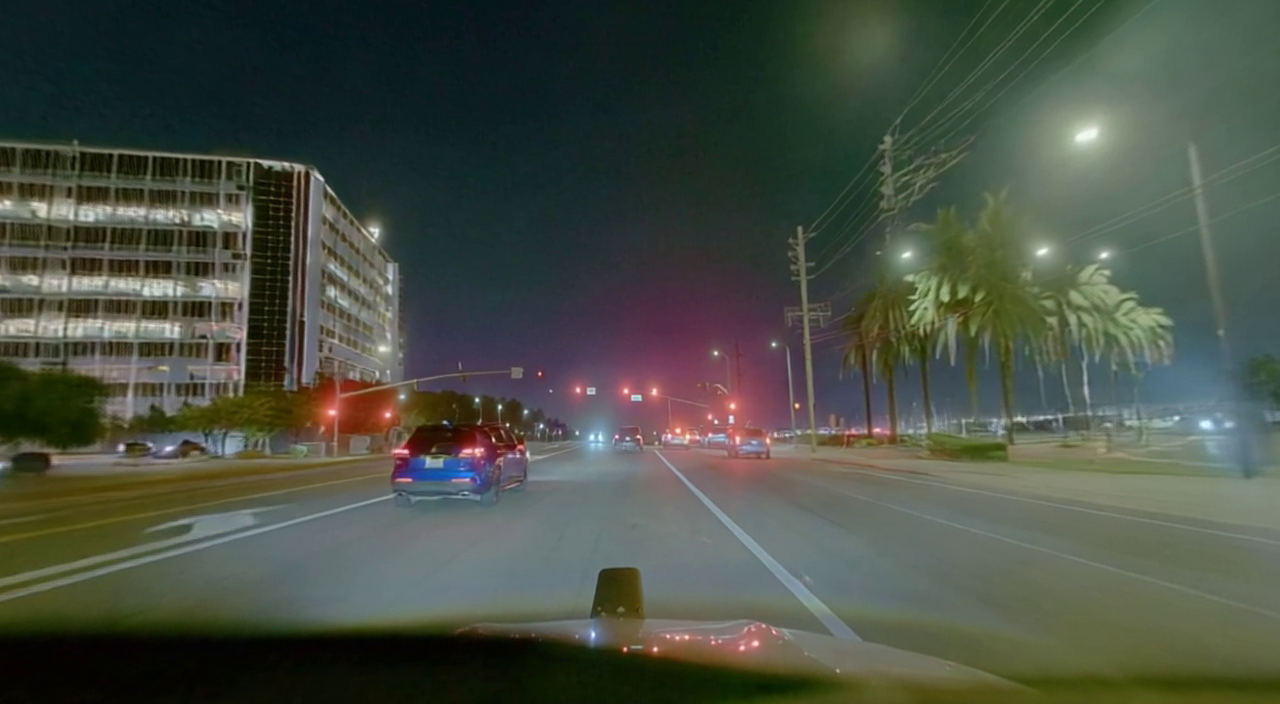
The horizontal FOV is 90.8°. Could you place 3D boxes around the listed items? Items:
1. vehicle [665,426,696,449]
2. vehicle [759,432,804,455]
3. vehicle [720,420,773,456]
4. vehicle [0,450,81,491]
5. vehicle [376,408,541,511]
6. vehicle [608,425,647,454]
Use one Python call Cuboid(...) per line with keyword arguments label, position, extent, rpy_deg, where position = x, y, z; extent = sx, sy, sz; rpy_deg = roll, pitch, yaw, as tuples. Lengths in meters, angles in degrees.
Cuboid(label="vehicle", position=(2.930, 6.295, 46.469), extent=(1.975, 1.598, 4.025), rpy_deg=(0, -8, -1))
Cuboid(label="vehicle", position=(9.045, 5.943, 40.788), extent=(1.897, 1.390, 4.391), rpy_deg=(0, -8, 1))
Cuboid(label="vehicle", position=(6.183, 5.121, 37.427), extent=(2.130, 1.979, 5.310), rpy_deg=(0, -8, -1))
Cuboid(label="vehicle", position=(-27.908, 5.248, 28.292), extent=(1.918, 1.635, 4.532), rpy_deg=(1, -8, -6))
Cuboid(label="vehicle", position=(-3.490, 2.183, 13.199), extent=(2.136, 1.779, 4.417), rpy_deg=(0, -8, 0))
Cuboid(label="vehicle", position=(-0.799, 5.429, 39.136), extent=(2.302, 1.681, 4.217), rpy_deg=(0, -8, -2))
